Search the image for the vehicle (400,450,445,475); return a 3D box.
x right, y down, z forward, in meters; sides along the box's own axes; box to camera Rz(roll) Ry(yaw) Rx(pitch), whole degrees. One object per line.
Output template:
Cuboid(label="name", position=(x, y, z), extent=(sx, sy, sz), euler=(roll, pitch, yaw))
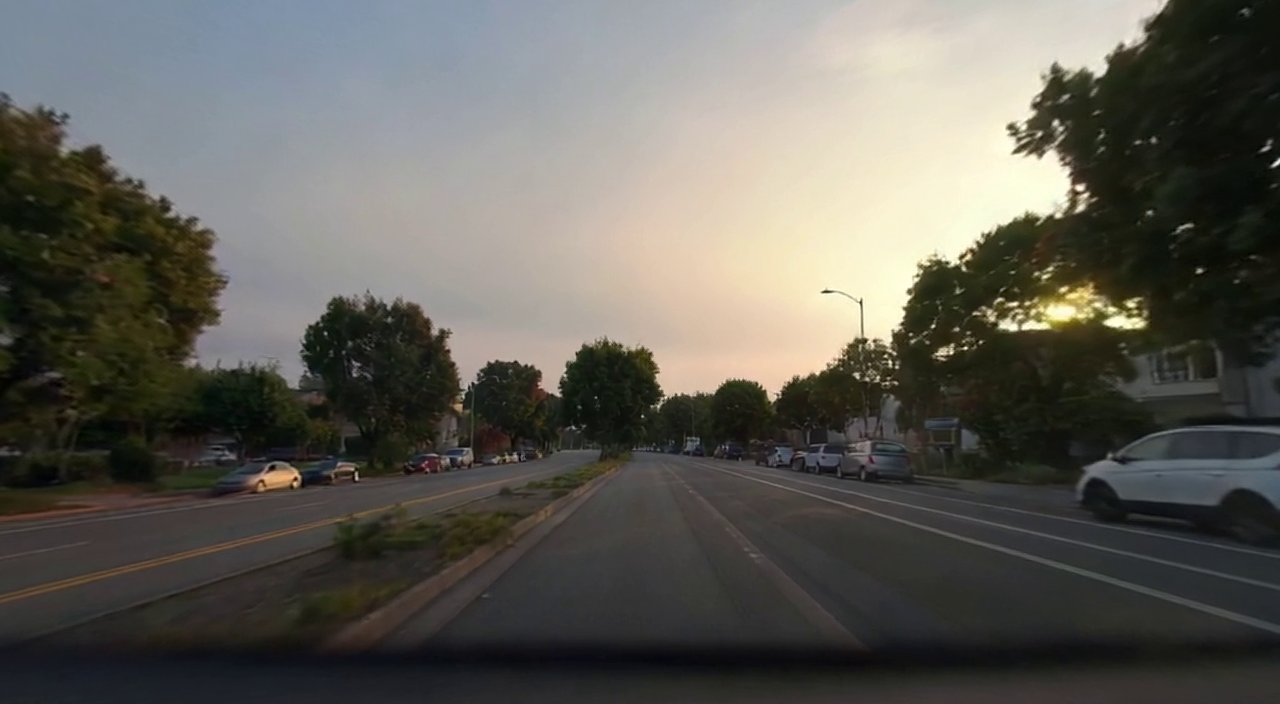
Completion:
Cuboid(label="vehicle", position=(-16.667, 8.451, 48.500), extent=(1.913, 1.744, 4.478), euler=(-1, -9, -2))

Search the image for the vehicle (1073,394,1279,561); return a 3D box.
Cuboid(label="vehicle", position=(9.131, 1.719, 8.824), extent=(2.215, 2.068, 5.493), euler=(0, -9, 0))

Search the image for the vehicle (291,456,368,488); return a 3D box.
Cuboid(label="vehicle", position=(-16.783, 6.475, 34.343), extent=(1.868, 1.470, 4.652), euler=(-1, -9, 0))

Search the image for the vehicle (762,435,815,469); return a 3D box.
Cuboid(label="vehicle", position=(9.994, 6.830, 42.978), extent=(2.115, 2.151, 5.826), euler=(0, -9, -1))

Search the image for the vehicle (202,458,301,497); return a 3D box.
Cuboid(label="vehicle", position=(-17.260, 5.554, 28.291), extent=(1.879, 1.494, 4.227), euler=(-1, -9, -3))

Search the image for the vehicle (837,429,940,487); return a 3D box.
Cuboid(label="vehicle", position=(9.816, 4.240, 25.511), extent=(2.169, 2.043, 5.484), euler=(-1, -9, 3))
